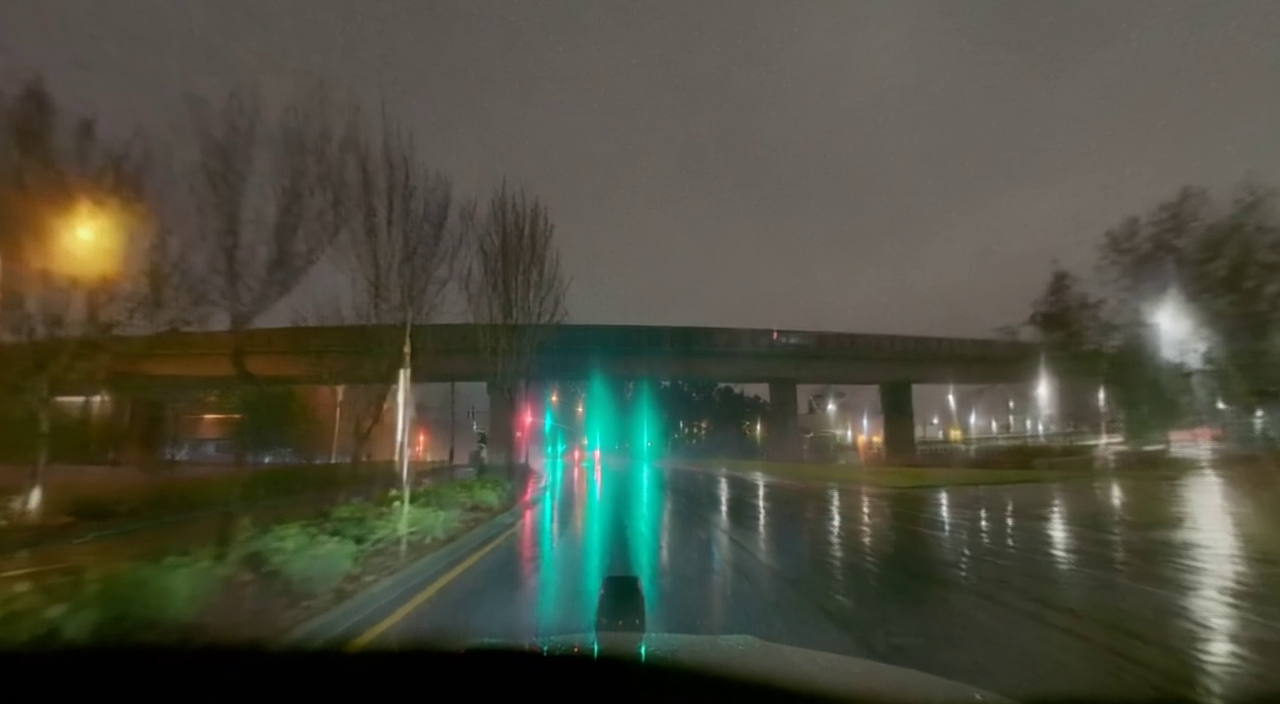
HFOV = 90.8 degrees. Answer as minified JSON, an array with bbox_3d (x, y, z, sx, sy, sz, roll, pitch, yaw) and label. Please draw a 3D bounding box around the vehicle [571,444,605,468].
[{"bbox_3d":[-3.851,7.590,46.281,2.184,1.713,4.231,1,-9,-9],"label":"vehicle"}]
